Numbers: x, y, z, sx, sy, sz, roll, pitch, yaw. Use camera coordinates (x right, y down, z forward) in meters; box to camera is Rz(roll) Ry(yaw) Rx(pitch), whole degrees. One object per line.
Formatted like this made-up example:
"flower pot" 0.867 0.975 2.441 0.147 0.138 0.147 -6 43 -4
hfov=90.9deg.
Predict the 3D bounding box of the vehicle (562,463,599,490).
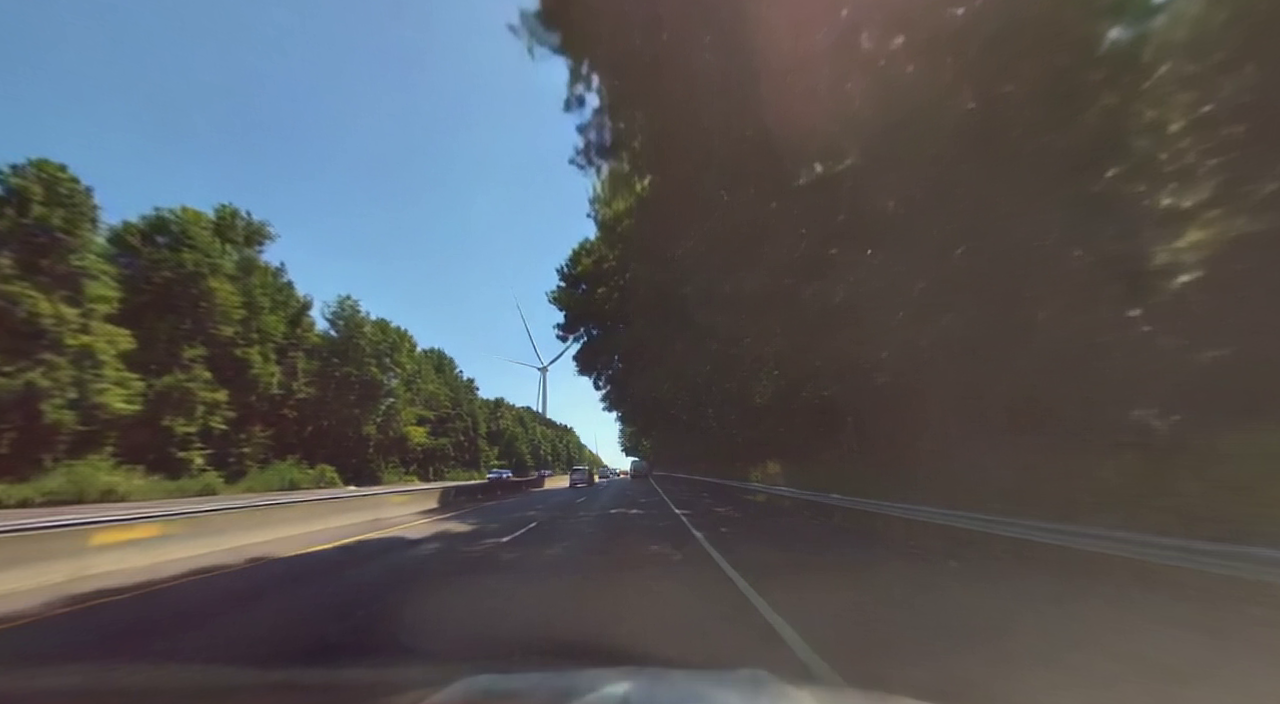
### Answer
"vehicle" -4.033 8.549 43.471 2.124 1.705 4.440 1 -11 0
